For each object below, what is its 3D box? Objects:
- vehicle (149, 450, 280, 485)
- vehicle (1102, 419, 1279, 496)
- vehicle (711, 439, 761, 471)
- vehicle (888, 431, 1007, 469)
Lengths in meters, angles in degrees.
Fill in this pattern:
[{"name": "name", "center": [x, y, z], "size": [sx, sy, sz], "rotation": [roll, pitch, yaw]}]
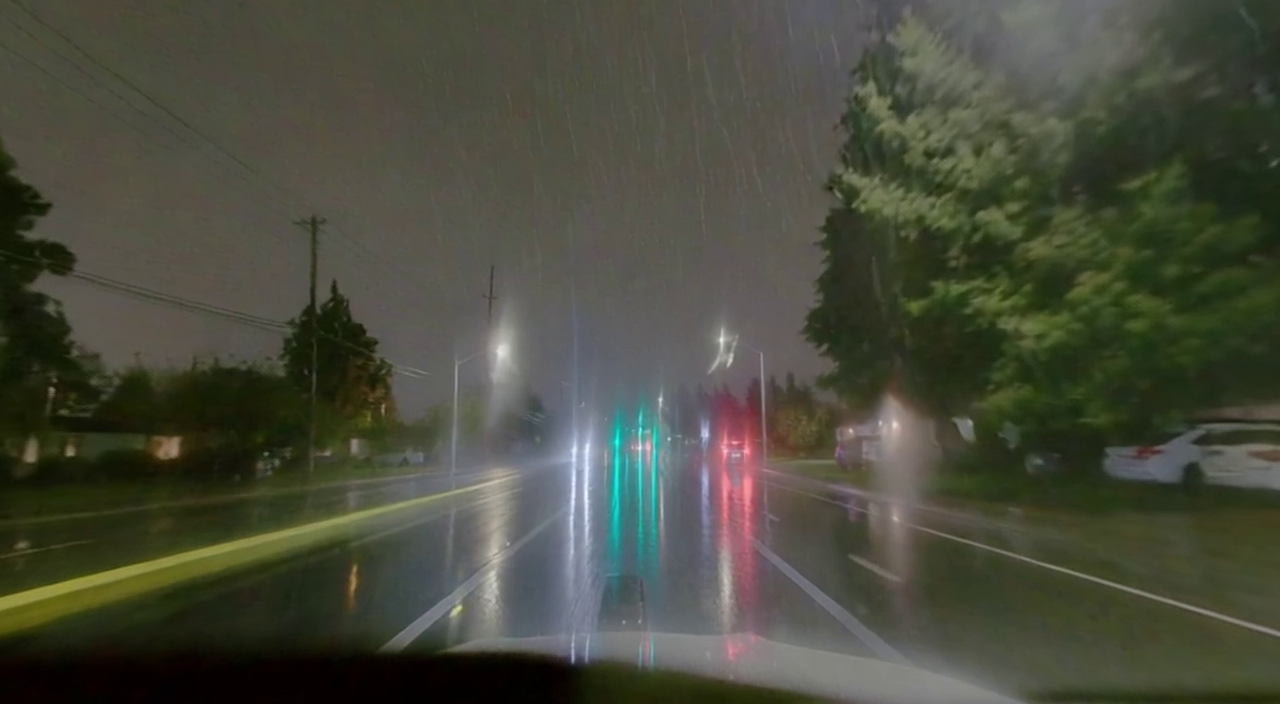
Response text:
[{"name": "vehicle", "center": [-19.063, 5.190, 28.241], "size": [4.500, 1.482, 1.916], "rotation": [0, -9, 1]}, {"name": "vehicle", "center": [13.985, 2.495, 15.045], "size": [4.319, 1.677, 1.985], "rotation": [1, -9, -6]}, {"name": "vehicle", "center": [5.625, 6.121, 37.486], "size": [2.114, 1.799, 4.960], "rotation": [0, -9, -1]}, {"name": "vehicle", "center": [14.068, 4.509, 28.926], "size": [4.399, 1.663, 1.970], "rotation": [0, -8, 1]}]
